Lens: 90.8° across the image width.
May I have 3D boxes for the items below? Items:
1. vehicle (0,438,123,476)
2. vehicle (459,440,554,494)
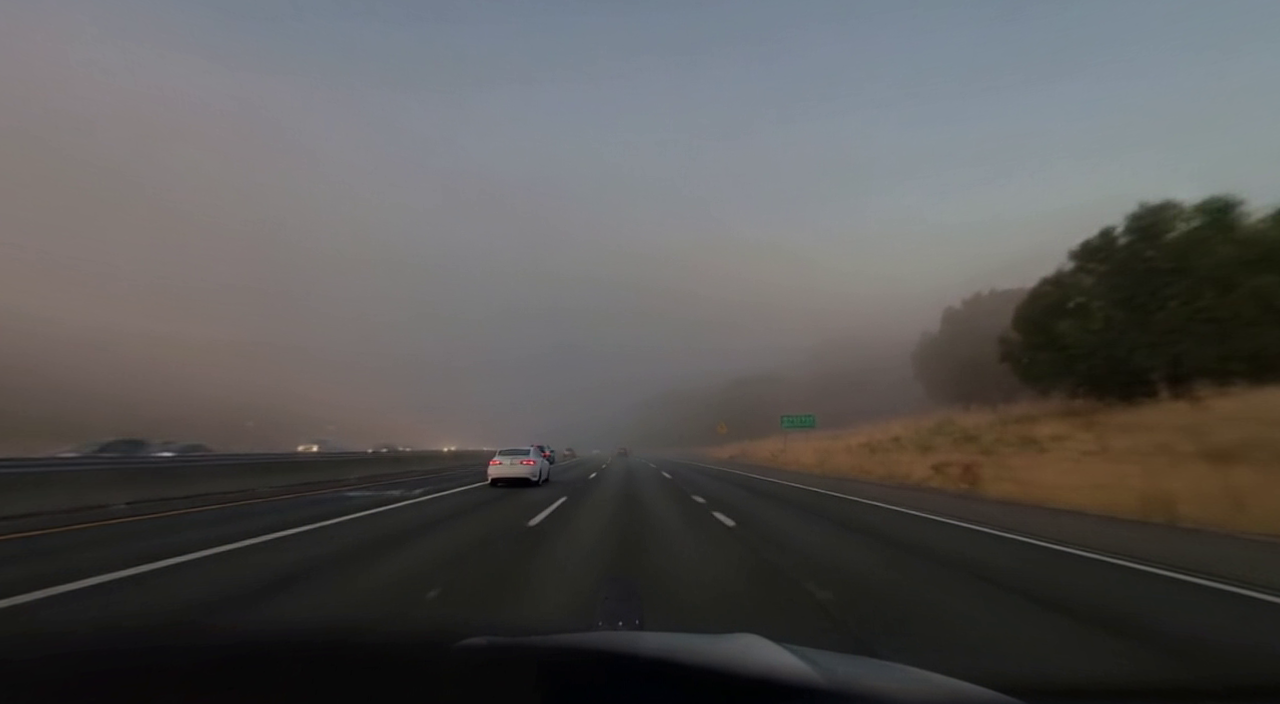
[{"bbox_3d":[-25.240,4.490,27.238,1.854,1.453,4.829,0,-9,0],"label":"vehicle"},{"bbox_3d":[-4.128,3.635,20.331,2.073,1.516,4.478,0,-9,0],"label":"vehicle"}]
